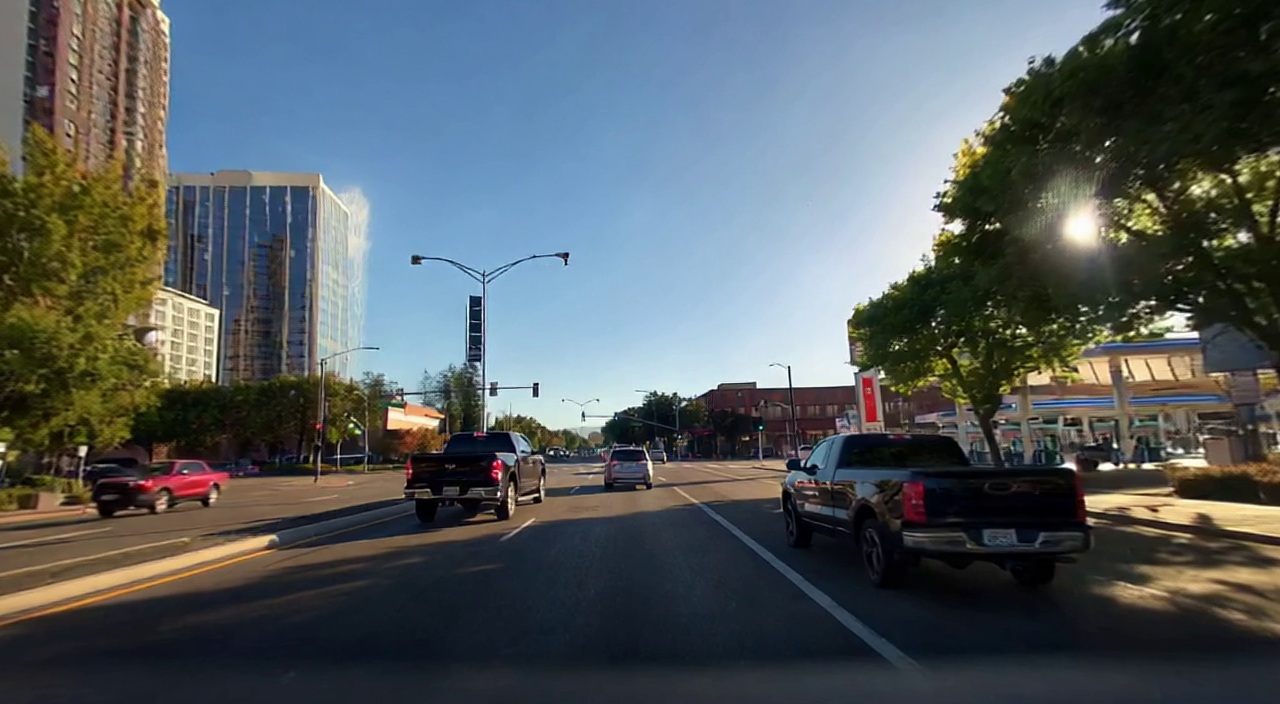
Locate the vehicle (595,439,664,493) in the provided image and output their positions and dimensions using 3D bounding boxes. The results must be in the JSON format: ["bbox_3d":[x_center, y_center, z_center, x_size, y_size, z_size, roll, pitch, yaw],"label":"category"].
[{"bbox_3d":[-0.371,3.699,20.815,2.029,1.605,3.827,0,-9,-2],"label":"vehicle"}]

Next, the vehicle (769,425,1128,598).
[{"bbox_3d":[3.163,1.728,7.805,2.061,1.487,4.462,0,-9,-2],"label":"vehicle"}]

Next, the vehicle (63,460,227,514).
[{"bbox_3d":[-16.191,4.410,21.061,1.866,1.477,4.550,0,-9,-2],"label":"vehicle"}]

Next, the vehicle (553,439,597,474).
[{"bbox_3d":[-4.023,6.564,39.991,2.321,2.026,5.307,0,-9,-1],"label":"vehicle"}]

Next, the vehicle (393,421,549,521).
[{"bbox_3d":[-3.669,2.730,15.078,2.195,1.905,5.634,0,-9,0],"label":"vehicle"}]
